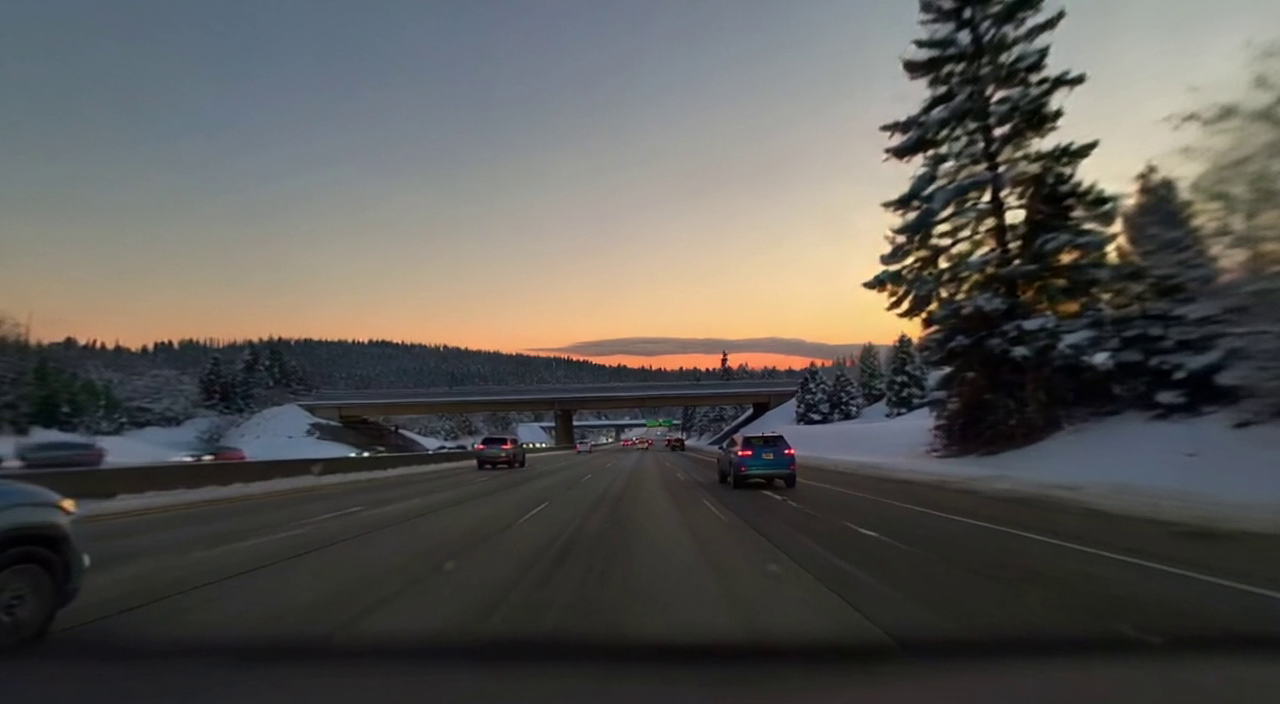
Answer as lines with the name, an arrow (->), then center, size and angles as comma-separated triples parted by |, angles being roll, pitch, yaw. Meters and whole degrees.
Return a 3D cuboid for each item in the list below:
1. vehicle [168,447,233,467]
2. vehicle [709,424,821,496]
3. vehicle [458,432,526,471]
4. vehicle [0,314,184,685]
vehicle -> -32.915, 7.865, 47.410 | 1.845, 1.413, 4.179 | 0, -8, 0
vehicle -> 3.356, 3.016, 17.945 | 2.185, 1.749, 4.477 | 0, -8, -1
vehicle -> -7.477, 5.108, 32.467 | 2.193, 1.818, 4.995 | 0, -8, 1
vehicle -> -4.277, 0.583, 2.055 | 2.018, 1.872, 4.728 | 0, -8, 0
